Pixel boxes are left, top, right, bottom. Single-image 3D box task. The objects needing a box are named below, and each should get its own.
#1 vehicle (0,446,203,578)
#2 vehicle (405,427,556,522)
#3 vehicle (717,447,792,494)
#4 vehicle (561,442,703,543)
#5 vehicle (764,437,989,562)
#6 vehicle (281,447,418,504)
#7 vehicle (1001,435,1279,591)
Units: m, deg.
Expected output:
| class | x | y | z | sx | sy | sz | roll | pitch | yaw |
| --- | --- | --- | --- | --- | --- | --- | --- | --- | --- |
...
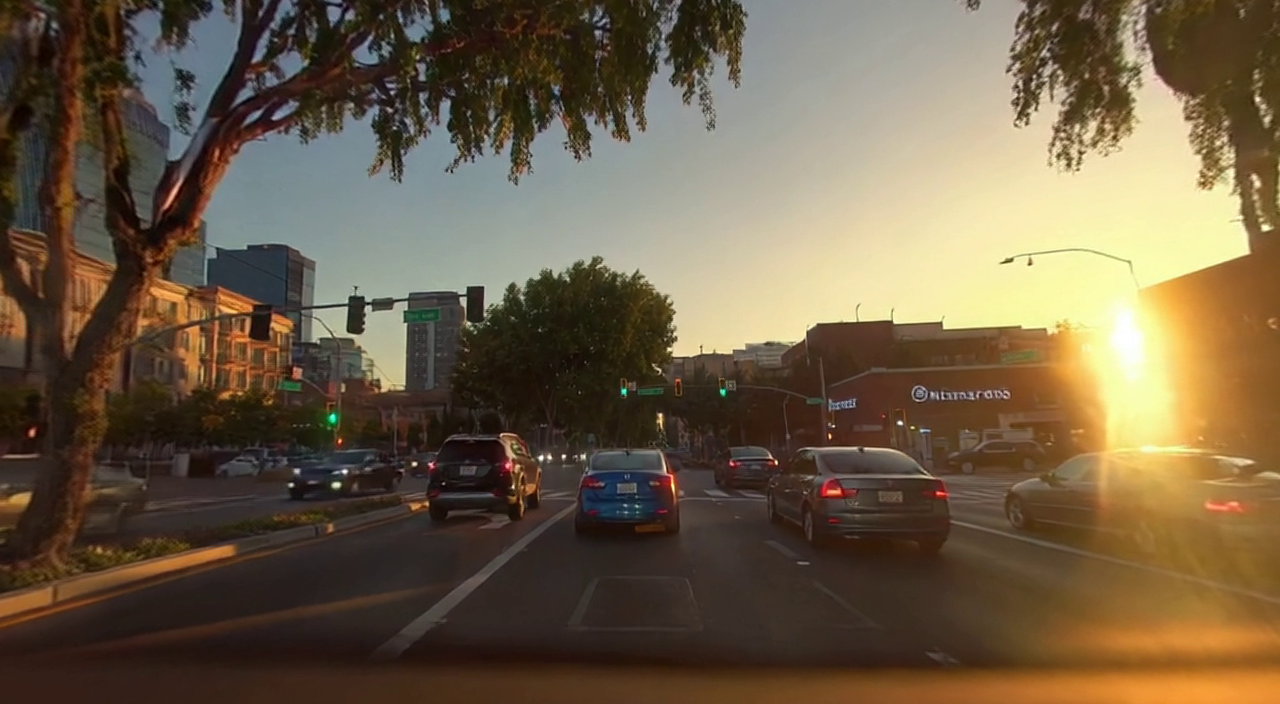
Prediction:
| class | x | y | z | sx | sy | sz | roll | pitch | yaw |
| --- | --- | --- | --- | --- | --- | --- | --- | --- | --- |
| vehicle | -8.304 | 1.985 | 8.225 | 2.045 | 1.438 | 4.480 | 0 | -8 | -1 |
| vehicle | -3.433 | 2.756 | 14.874 | 2.160 | 1.823 | 5.115 | 0 | -8 | 1 |
| vehicle | 3.936 | 4.128 | 22.498 | 1.888 | 1.472 | 4.528 | 0 | -8 | 0 |
| vehicle | -0.086 | 2.376 | 11.356 | 2.098 | 1.477 | 3.897 | 0 | -8 | 1 |
| vehicle | 3.327 | 2.133 | 9.920 | 2.020 | 1.513 | 4.120 | 0 | -8 | 2 |
| vehicle | -8.552 | 3.644 | 19.101 | 1.976 | 1.499 | 4.355 | 0 | -8 | 1 |
| vehicle | 7.224 | 1.911 | 8.495 | 2.004 | 1.508 | 4.646 | 0 | -8 | 0 |
